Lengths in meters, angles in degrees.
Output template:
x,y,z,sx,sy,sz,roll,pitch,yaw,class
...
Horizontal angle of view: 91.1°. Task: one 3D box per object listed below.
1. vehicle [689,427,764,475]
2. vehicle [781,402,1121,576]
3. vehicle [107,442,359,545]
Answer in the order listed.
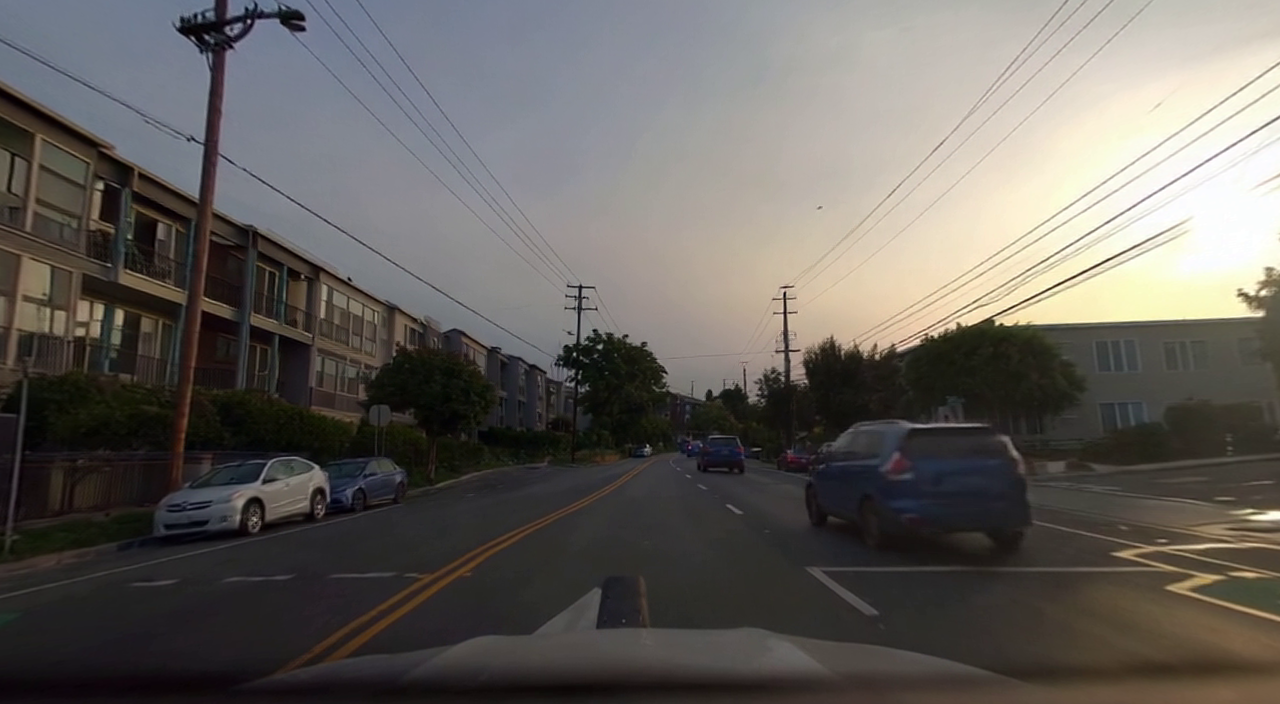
x,y,z,sx,sy,sz,roll,pitch,yaw,class
3.583,4.245,27.139,2.368,1.840,4.896,0,-8,-2,vehicle
3.658,1.724,8.750,2.306,1.719,4.805,0,-8,1,vehicle
-8.431,2.916,13.767,2.381,1.825,4.652,0,-8,0,vehicle
